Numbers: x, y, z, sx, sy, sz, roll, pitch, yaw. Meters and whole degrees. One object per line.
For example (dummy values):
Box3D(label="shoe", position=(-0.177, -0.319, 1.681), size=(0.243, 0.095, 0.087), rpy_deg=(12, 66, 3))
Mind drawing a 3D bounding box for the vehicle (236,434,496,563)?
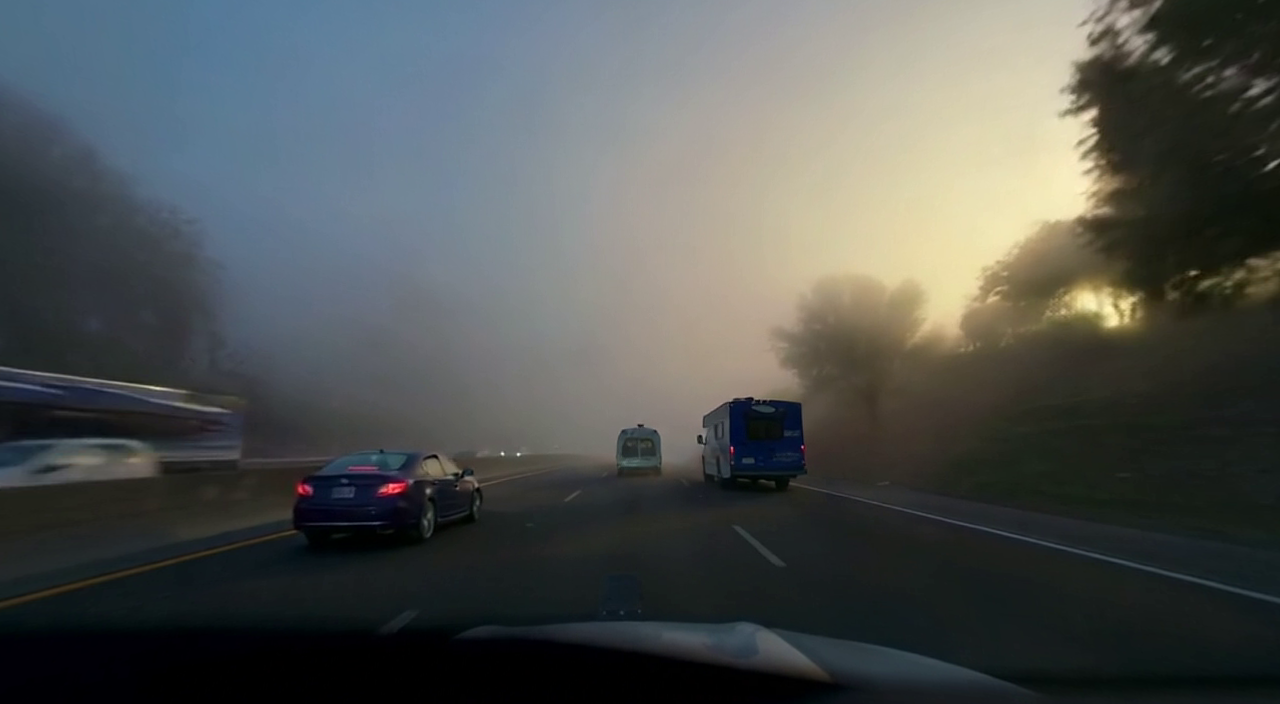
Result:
Box3D(label="vehicle", position=(-3.756, 2.089, 9.764), size=(1.959, 1.502, 4.559), rpy_deg=(0, -9, 0))

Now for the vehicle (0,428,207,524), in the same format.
Box3D(label="vehicle", position=(-11.801, 2.556, 13.511), size=(1.961, 1.697, 4.316), rpy_deg=(0, -9, 0))

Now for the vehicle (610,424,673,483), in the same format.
Box3D(label="vehicle", position=(0.025, 4.468, 27.875), size=(2.524, 2.310, 4.986), rpy_deg=(0, -9, -1))

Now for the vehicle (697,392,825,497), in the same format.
Box3D(label="vehicle", position=(3.703, 3.153, 21.337), size=(2.607, 2.910, 7.252), rpy_deg=(0, -9, -2))
